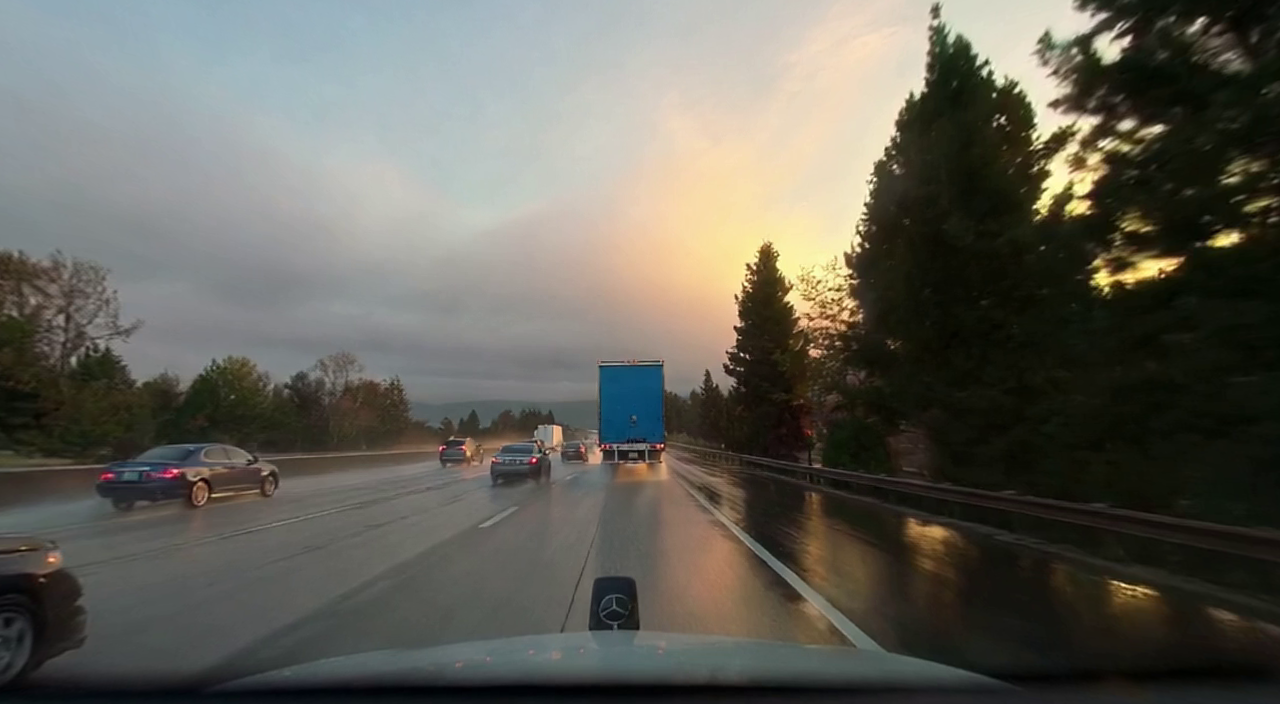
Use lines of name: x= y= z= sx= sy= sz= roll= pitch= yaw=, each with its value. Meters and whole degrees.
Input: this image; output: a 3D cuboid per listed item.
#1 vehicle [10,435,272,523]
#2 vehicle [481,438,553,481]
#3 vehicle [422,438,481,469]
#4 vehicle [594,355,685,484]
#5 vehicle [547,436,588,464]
vehicle: x=-10.062 y=2.547 z=13.322 sx=1.899 sy=1.517 sz=4.554 roll=0 pitch=-8 yaw=-2
vehicle: x=-4.864 y=4.281 z=25.458 sx=2.164 sy=1.582 sz=3.979 roll=0 pitch=-8 yaw=-1
vehicle: x=-10.310 y=5.584 z=34.778 sx=1.952 sy=1.590 sz=4.090 roll=0 pitch=-8 yaw=0
vehicle: x=-0.242 y=2.899 z=25.590 sx=2.913 sy=4.113 sz=10.724 roll=0 pitch=-8 yaw=-2
vehicle: x=-4.600 y=6.320 z=40.662 sx=2.158 sy=1.680 sz=4.087 roll=0 pitch=-8 yaw=0
